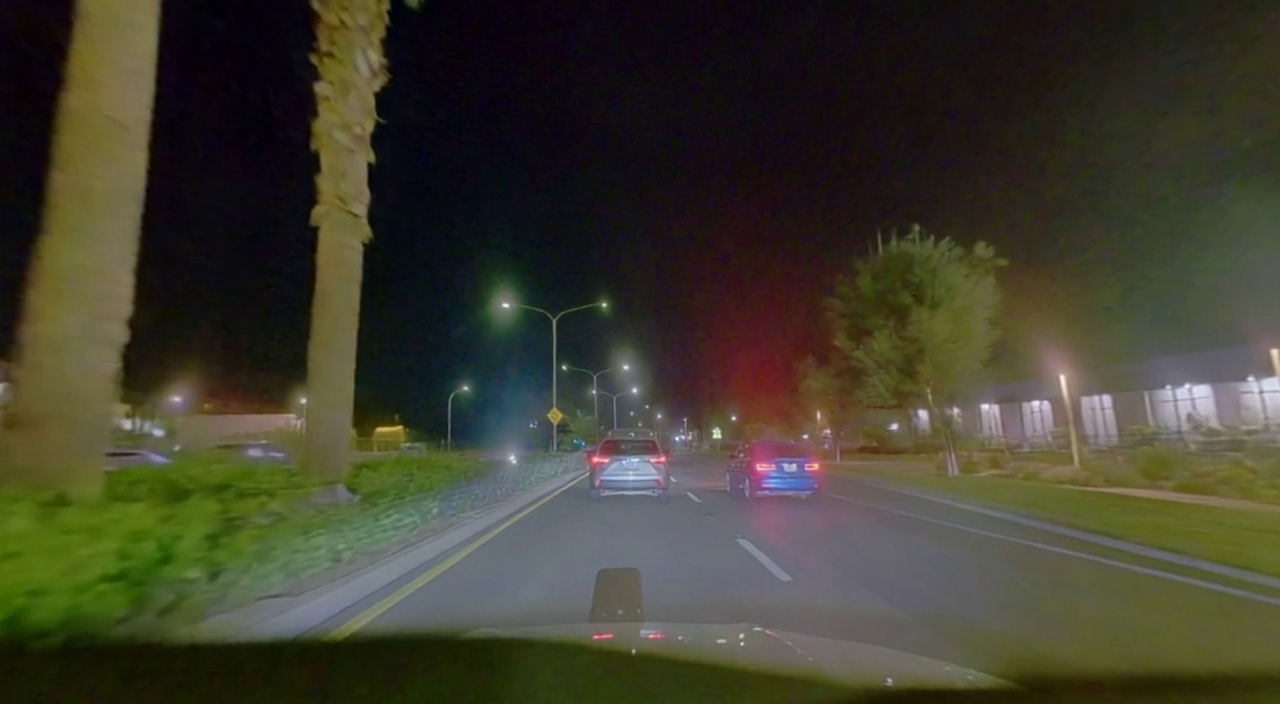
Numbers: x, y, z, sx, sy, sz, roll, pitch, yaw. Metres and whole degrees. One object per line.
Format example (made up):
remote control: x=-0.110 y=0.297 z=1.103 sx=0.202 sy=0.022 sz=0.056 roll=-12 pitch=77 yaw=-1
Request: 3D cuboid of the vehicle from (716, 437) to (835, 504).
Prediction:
vehicle: x=3.313 y=2.992 z=16.471 sx=1.941 sy=1.472 sz=4.570 roll=0 pitch=-8 yaw=-2

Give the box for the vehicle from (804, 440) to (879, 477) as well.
vehicle: x=9.749 y=5.190 z=30.977 sx=1.981 sy=1.613 sz=4.787 roll=2 pitch=-9 yaw=-2

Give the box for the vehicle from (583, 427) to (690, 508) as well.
vehicle: x=-0.103 y=2.755 z=15.511 sx=2.239 sy=1.693 sz=4.301 roll=0 pitch=-8 yaw=-1
